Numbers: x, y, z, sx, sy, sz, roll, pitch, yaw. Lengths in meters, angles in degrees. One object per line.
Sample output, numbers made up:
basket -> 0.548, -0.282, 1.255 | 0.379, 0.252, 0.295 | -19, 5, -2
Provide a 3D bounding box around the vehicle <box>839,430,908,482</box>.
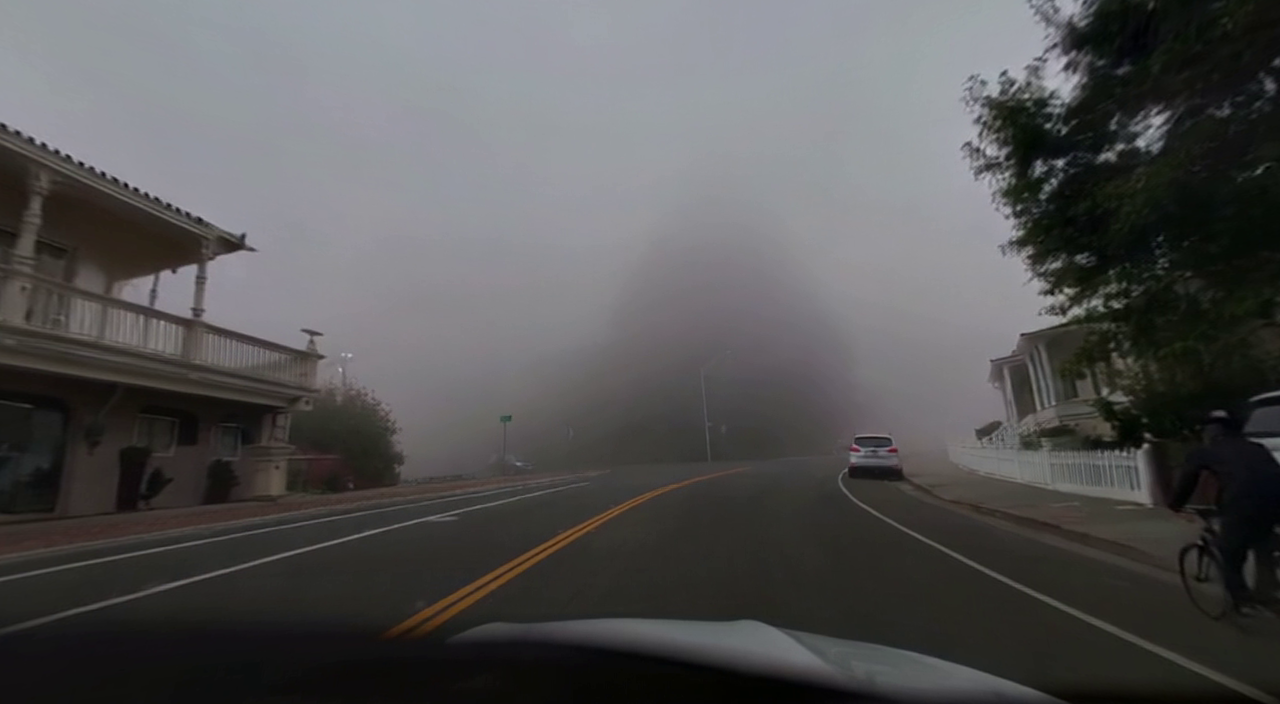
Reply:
vehicle -> 8.513, 3.802, 23.354 | 2.105, 1.705, 4.392 | -2, -9, 17
